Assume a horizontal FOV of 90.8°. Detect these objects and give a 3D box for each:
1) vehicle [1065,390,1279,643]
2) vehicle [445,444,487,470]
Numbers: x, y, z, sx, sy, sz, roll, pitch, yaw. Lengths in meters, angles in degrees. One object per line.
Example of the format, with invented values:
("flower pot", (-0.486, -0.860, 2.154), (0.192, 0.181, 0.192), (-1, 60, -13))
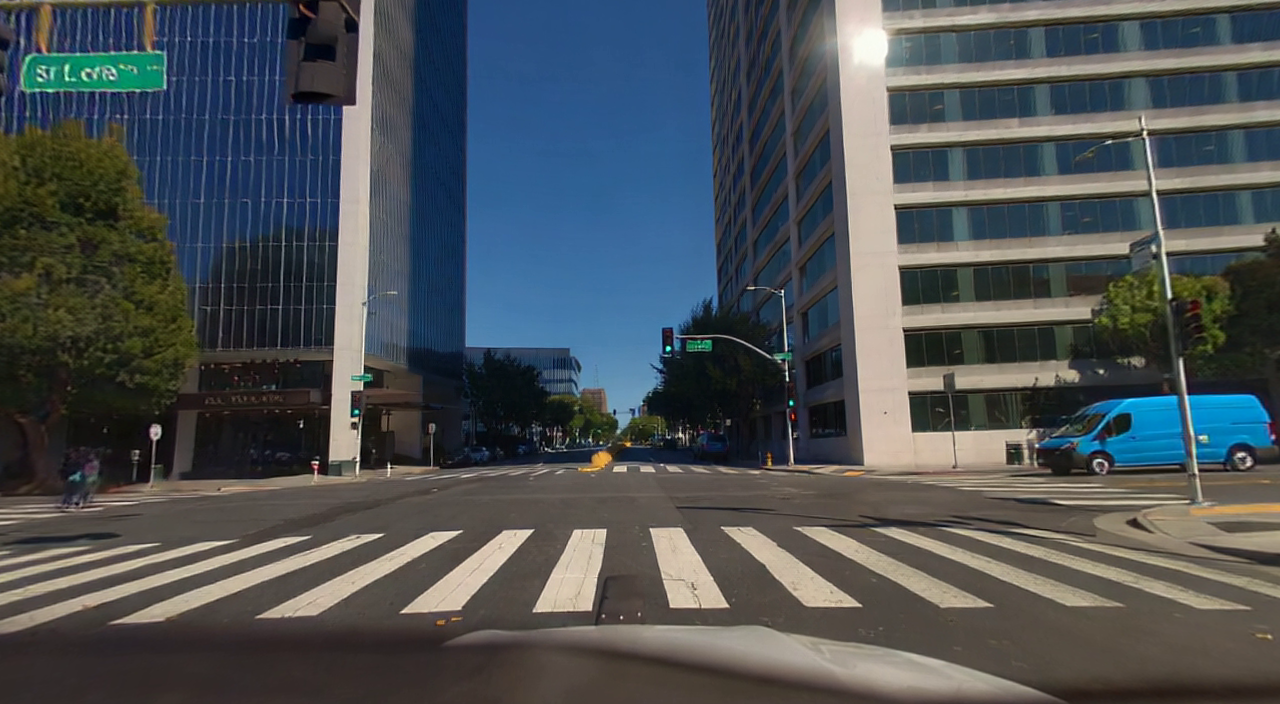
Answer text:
("vehicle", (5.648, 1.138, 4.246), (2.070, 1.804, 4.881), (0, -8, -1))
("vehicle", (-12.450, 7.508, 45.382), (1.935, 1.639, 4.244), (-3, -8, -2))
